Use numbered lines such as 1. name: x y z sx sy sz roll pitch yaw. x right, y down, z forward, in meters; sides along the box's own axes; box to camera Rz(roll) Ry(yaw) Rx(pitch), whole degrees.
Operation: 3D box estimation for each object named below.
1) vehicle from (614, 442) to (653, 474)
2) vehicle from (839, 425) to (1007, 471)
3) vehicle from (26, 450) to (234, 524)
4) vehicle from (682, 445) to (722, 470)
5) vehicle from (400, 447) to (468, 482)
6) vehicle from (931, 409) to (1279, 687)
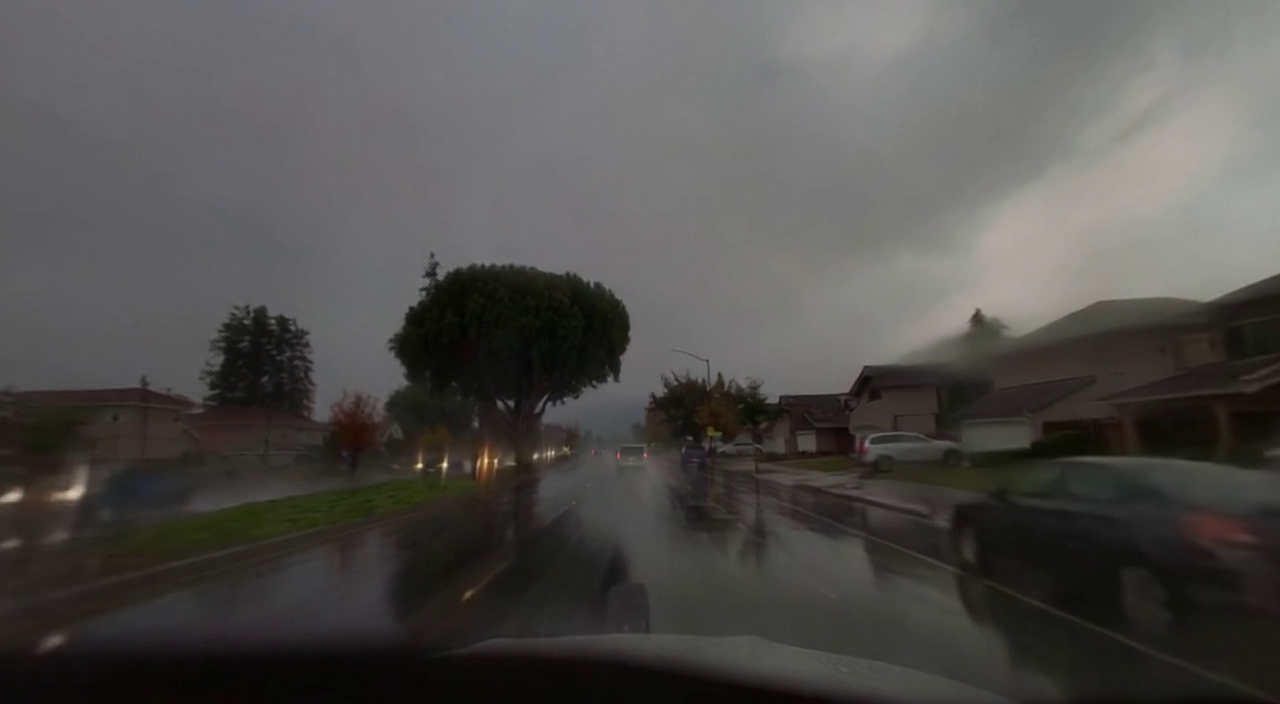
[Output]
1. vehicle: -0.364 5.797 34.810 2.024 1.655 4.301 0 -8 -1
2. vehicle: 11.607 3.993 26.227 5.876 1.828 2.268 0 -8 1
3. vehicle: -14.724 3.858 18.714 2.034 1.810 4.976 -1 -8 -1
4. vehicle: 3.937 6.811 40.881 2.045 1.517 4.394 0 -8 -2
5. vehicle: -11.438 6.237 35.353 2.232 1.651 4.777 -3 -8 -1
6. vehicle: 4.554 1.378 5.477 2.020 1.518 4.255 0 -8 0
